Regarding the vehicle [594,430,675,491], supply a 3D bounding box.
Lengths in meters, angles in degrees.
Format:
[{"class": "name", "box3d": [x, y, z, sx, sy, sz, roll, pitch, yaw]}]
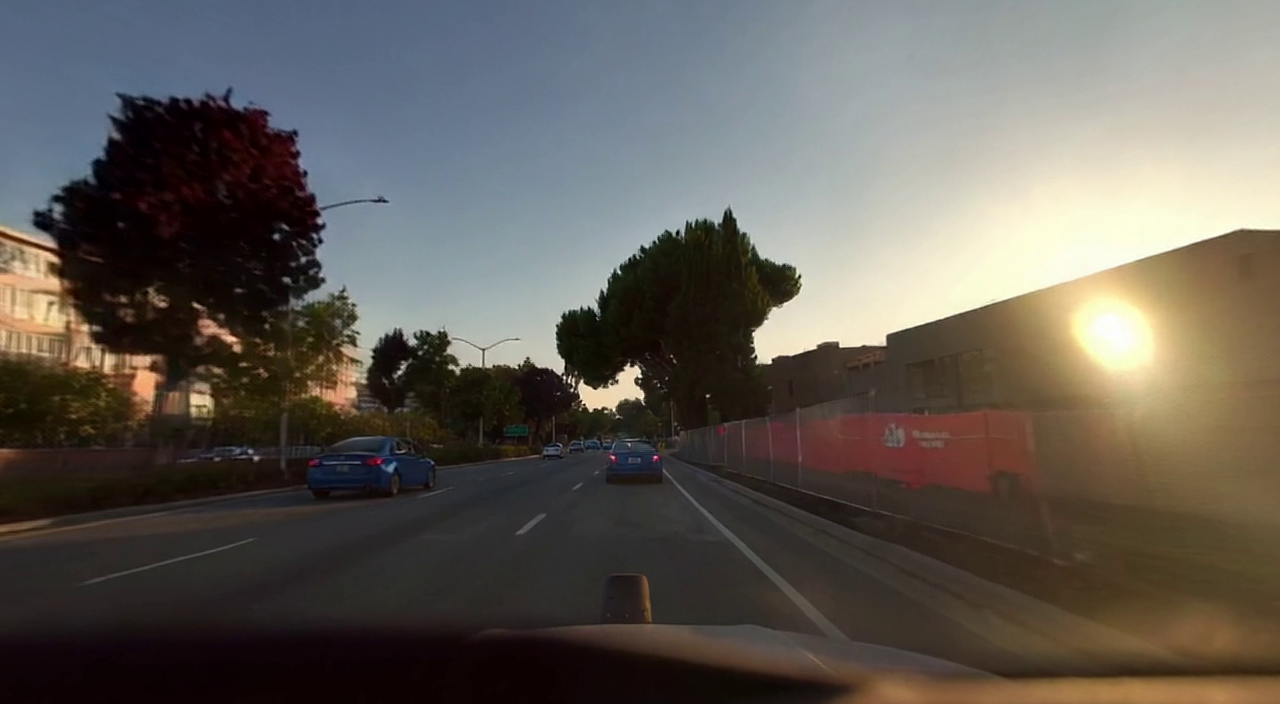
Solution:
[{"class": "vehicle", "box3d": [-0.193, 3.291, 19.488, 2.227, 1.654, 4.091, 0, -8, -1]}]

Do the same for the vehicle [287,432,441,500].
[{"class": "vehicle", "box3d": [-6.799, 2.845, 16.159, 1.877, 1.479, 4.430, 0, -8, 1]}]

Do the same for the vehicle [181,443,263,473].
[{"class": "vehicle", "box3d": [-26.349, 6.655, 39.944, 1.931, 1.759, 4.703, 0, -8, 0]}]
